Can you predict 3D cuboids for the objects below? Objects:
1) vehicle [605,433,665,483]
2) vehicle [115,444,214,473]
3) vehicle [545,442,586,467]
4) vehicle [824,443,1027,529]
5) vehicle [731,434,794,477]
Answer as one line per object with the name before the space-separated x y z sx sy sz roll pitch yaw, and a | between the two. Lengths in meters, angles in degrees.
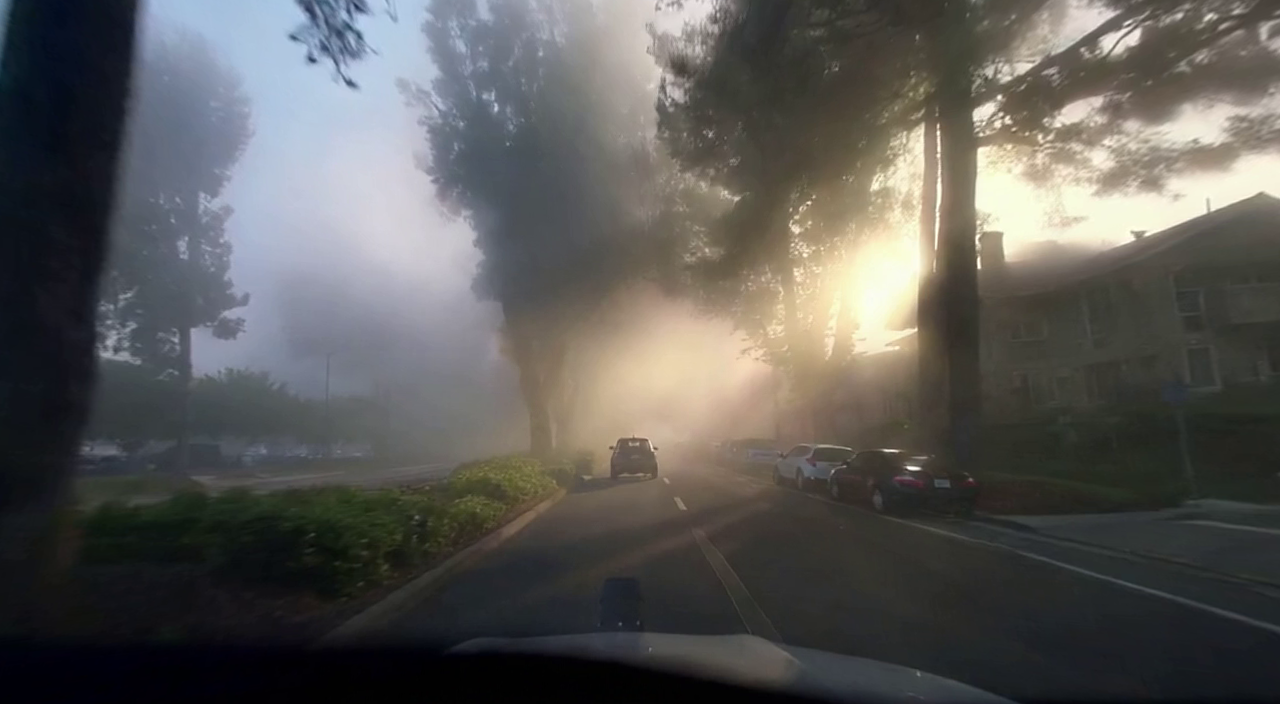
vehicle | -0.208 3.933 23.789 2.070 1.698 3.925 0 -8 -1
vehicle | -34.527 7.702 45.954 5.329 2.013 2.242 0 -8 1
vehicle | -4.591 6.394 39.621 2.105 1.474 4.808 0 -8 -1
vehicle | 5.774 2.737 13.669 1.903 1.491 4.999 0 -8 -2
vehicle | 5.811 4.961 30.543 2.139 1.872 4.585 0 -8 1
